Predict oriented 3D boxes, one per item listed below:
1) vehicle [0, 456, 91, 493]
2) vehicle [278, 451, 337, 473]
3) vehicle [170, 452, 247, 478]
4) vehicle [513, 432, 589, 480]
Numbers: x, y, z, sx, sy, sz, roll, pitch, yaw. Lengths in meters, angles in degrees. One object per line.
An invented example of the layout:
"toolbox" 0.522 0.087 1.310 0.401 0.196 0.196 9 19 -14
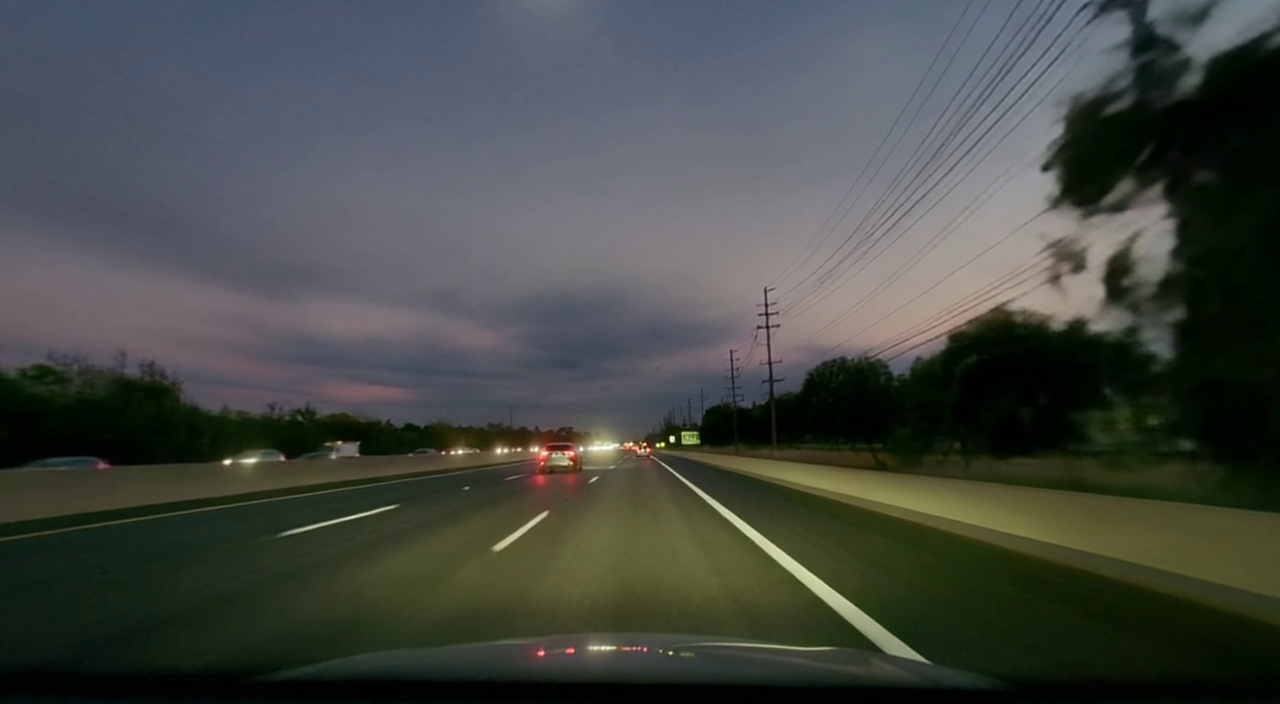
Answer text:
"vehicle" -28.620 5.642 29.347 1.901 1.511 4.551 0 -9 0
"vehicle" -24.458 8.103 46.514 1.841 1.514 4.484 0 -9 0
"vehicle" -28.495 7.462 41.771 1.886 1.594 4.530 0 -9 0
"vehicle" -3.828 4.625 28.196 2.577 1.939 5.408 0 -9 1
